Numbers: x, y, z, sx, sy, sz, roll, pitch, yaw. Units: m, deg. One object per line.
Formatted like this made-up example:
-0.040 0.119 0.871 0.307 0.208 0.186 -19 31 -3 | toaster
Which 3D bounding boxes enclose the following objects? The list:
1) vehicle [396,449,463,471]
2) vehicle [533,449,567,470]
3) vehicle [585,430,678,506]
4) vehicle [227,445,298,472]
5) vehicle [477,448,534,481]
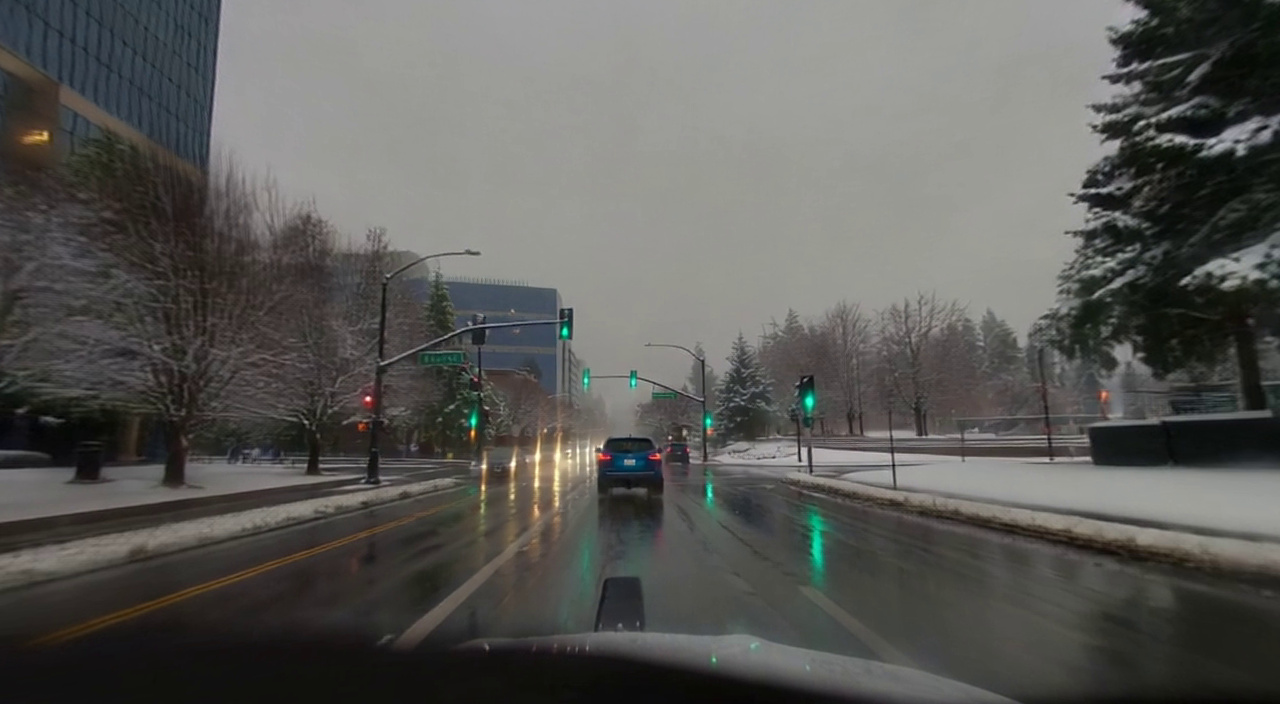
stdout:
-16.619 8.512 49.946 4.588 1.582 1.980 6 -11 -33 | vehicle
-6.910 8.310 48.997 1.934 1.476 4.457 0 -8 1 | vehicle
-0.265 3.047 17.042 2.183 1.765 4.059 0 -8 -2 | vehicle
-26.655 7.494 44.566 4.393 1.730 2.151 -5 -9 26 | vehicle
-6.588 5.546 31.347 1.908 1.475 4.337 0 -8 0 | vehicle
